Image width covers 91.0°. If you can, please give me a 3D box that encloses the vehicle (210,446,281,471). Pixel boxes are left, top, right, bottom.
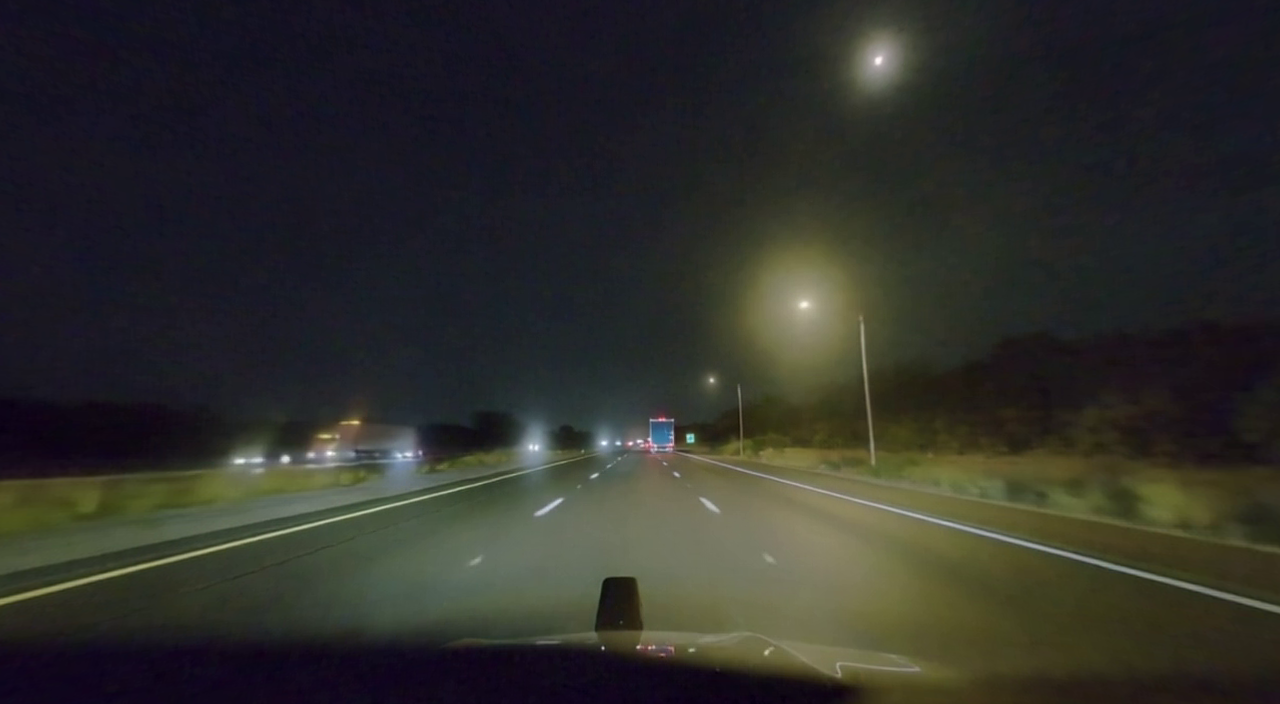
[{"bbox_3d":[-29.182,7.857,46.788,2.015,1.746,4.942,0,-8,2],"label":"vehicle"}]
